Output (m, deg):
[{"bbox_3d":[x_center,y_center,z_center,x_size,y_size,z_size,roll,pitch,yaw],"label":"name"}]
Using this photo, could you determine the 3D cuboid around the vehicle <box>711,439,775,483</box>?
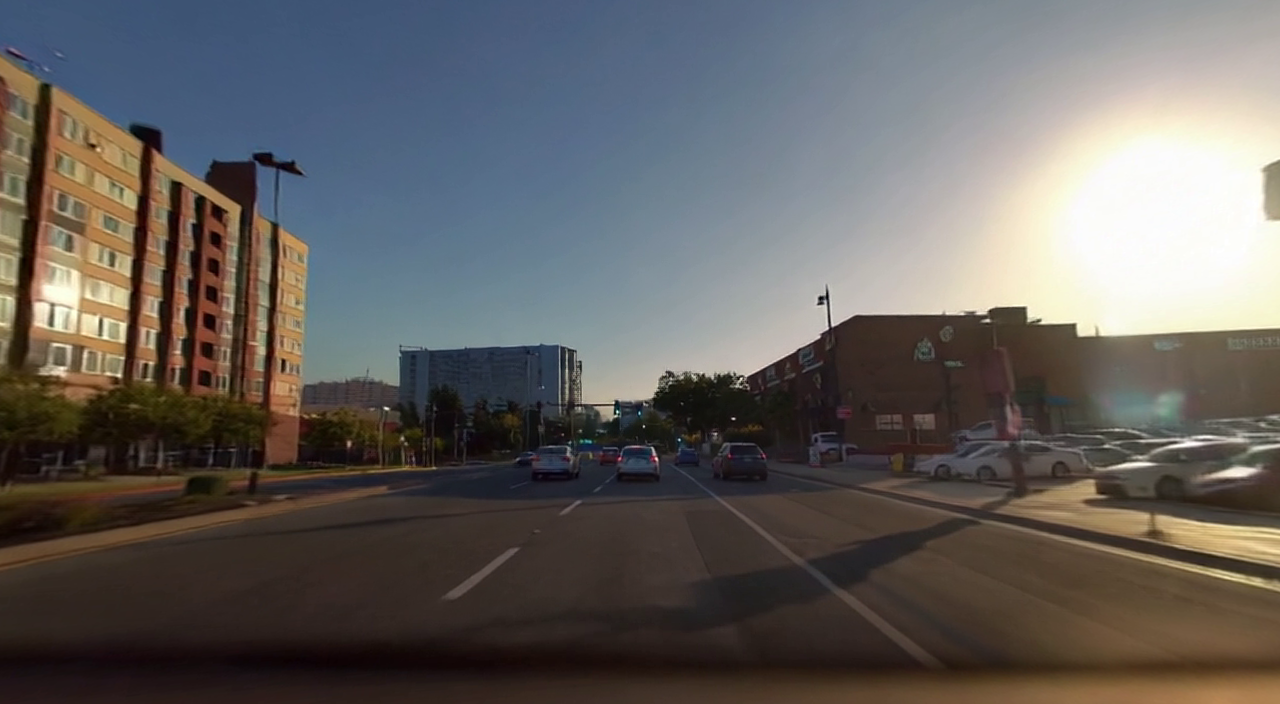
[{"bbox_3d":[4.281,4.604,26.915,2.007,1.683,4.171,0,-9,0],"label":"vehicle"}]

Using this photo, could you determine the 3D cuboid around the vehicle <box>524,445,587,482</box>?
[{"bbox_3d":[-3.613,4.870,27.809,2.029,1.482,4.591,-1,-9,2],"label":"vehicle"}]

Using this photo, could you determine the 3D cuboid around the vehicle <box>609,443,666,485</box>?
[{"bbox_3d":[-0.082,4.404,25.037,2.059,1.477,3.988,-1,-9,0],"label":"vehicle"}]

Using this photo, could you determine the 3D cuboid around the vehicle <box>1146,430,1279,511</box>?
[{"bbox_3d":[14.209,2.708,14.887,4.172,1.648,1.922,4,-10,-29],"label":"vehicle"}]

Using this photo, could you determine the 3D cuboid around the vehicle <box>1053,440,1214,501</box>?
[{"bbox_3d":[13.726,3.245,17.531,3.892,1.447,1.956,3,-10,-28],"label":"vehicle"}]
